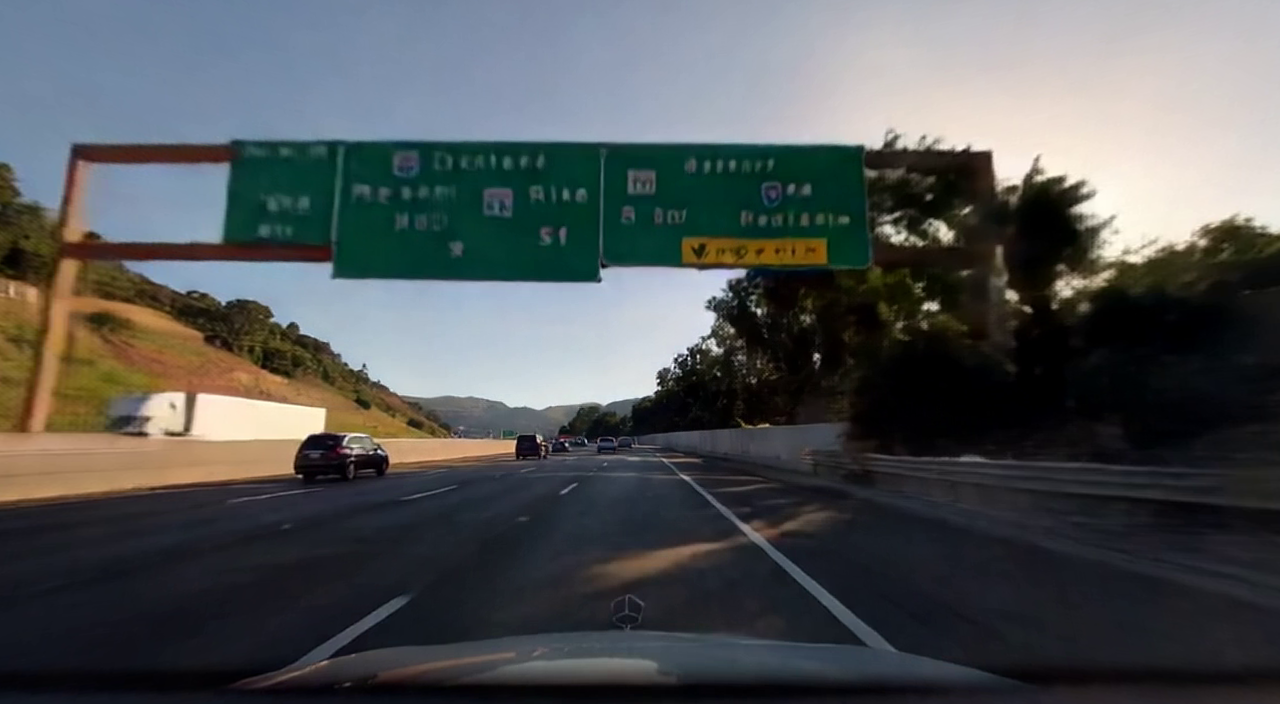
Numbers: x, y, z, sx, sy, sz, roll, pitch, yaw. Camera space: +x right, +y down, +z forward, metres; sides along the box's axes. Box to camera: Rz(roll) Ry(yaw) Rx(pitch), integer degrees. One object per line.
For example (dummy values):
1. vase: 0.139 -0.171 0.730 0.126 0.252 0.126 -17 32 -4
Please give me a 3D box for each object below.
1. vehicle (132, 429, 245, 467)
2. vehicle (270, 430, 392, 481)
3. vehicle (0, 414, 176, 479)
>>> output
1. vehicle: -21.708 4.665 30.489 2.006 1.682 4.664 0 -8 0
2. vehicle: -10.901 3.696 22.581 2.001 1.625 4.528 0 -8 1
3. vehicle: -18.298 3.057 20.375 2.179 1.790 5.517 0 -8 1
